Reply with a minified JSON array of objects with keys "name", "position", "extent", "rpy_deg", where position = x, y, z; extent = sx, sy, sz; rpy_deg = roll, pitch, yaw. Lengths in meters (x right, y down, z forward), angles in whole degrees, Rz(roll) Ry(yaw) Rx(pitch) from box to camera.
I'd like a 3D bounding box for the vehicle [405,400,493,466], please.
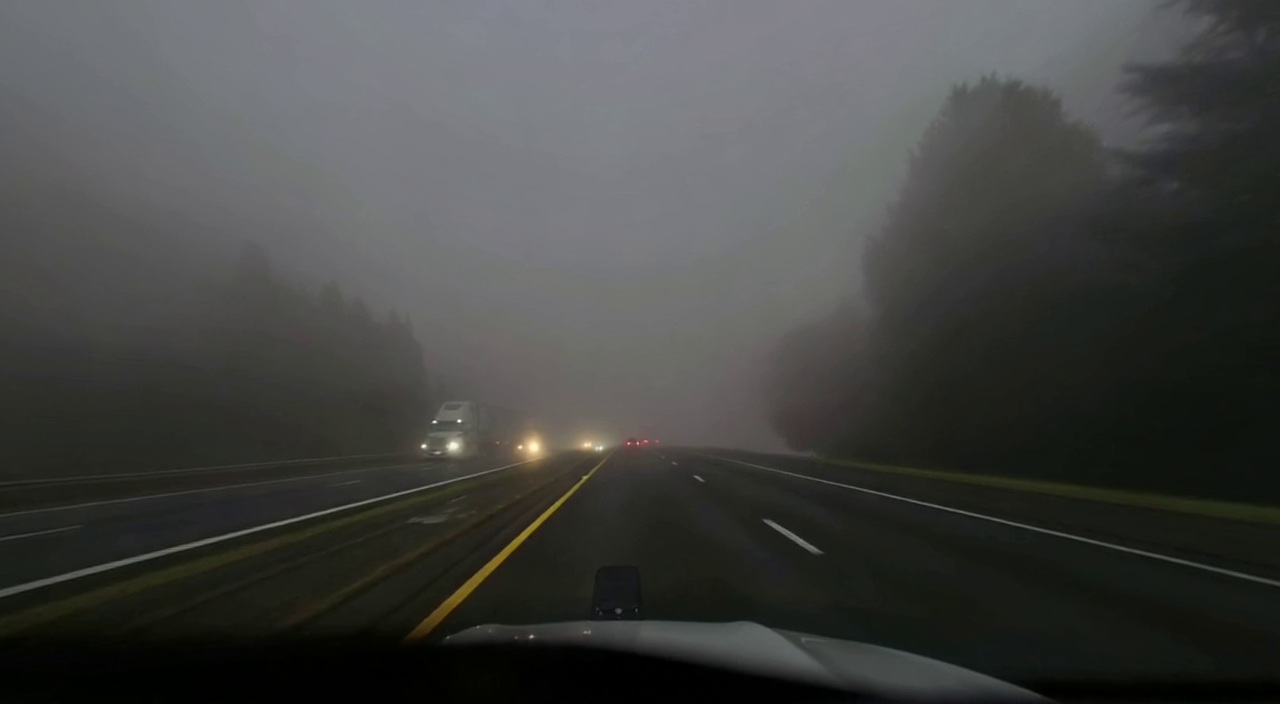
[{"name":"vehicle","position":[-12.909,5.635,43.669],"extent":[2.979,3.983,10.131],"rpy_deg":[0,-8,-1]}]
